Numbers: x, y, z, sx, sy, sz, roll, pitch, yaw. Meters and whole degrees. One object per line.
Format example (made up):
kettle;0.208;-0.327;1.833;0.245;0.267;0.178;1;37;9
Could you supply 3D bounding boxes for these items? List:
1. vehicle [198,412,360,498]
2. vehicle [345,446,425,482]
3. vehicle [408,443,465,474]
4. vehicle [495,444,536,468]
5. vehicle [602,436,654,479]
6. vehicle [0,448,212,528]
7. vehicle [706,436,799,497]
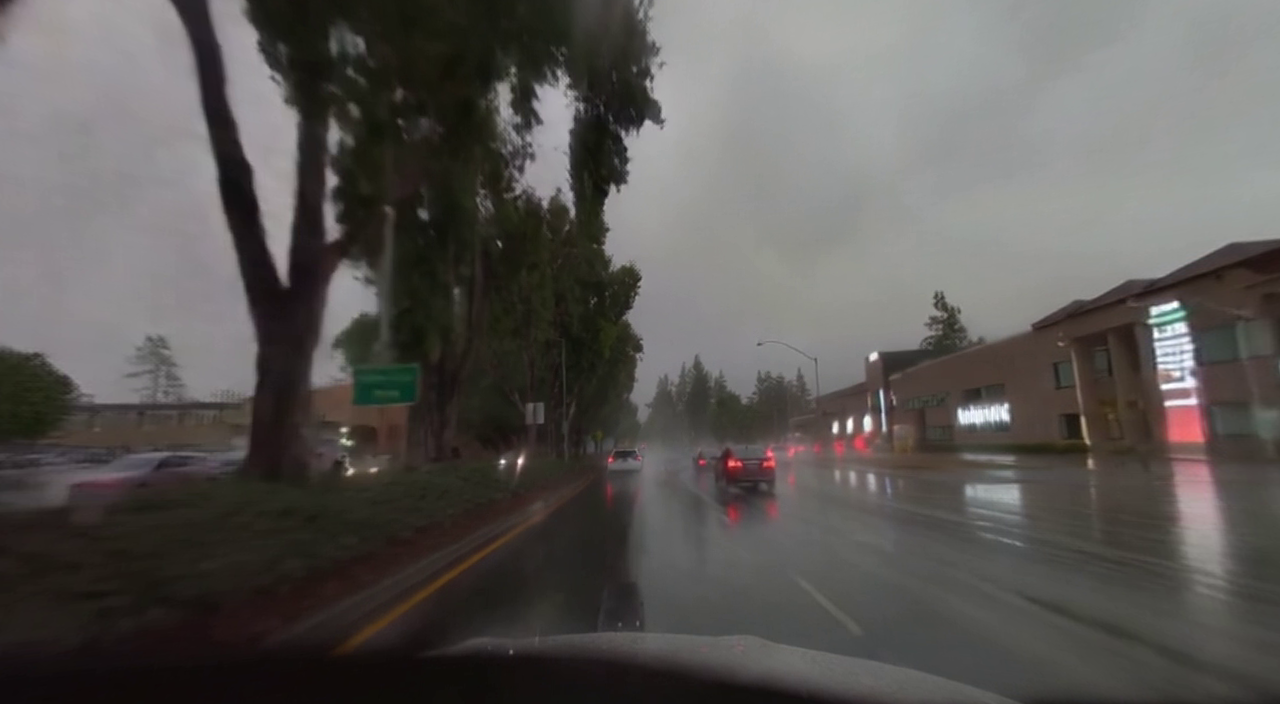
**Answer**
vehicle;-12.379;3.549;22.339;2.263;2.542;5.913;-2;-8;0
vehicle;-12.154;5.315;30.431;2.048;1.470;4.514;-2;-8;-1
vehicle;-12.443;6.519;38.941;2.002;1.686;4.477;-1;-8;0
vehicle;-8.689;7.258;44.349;1.849;1.506;4.060;-1;-8;3
vehicle;-0.499;4.587;27.700;2.101;1.694;3.979;0;-9;0
vehicle;-12.235;2.938;14.345;1.923;1.502;4.422;0;-9;0
vehicle;3.049;3.197;17.961;1.852;1.498;3.825;0;-9;-1
